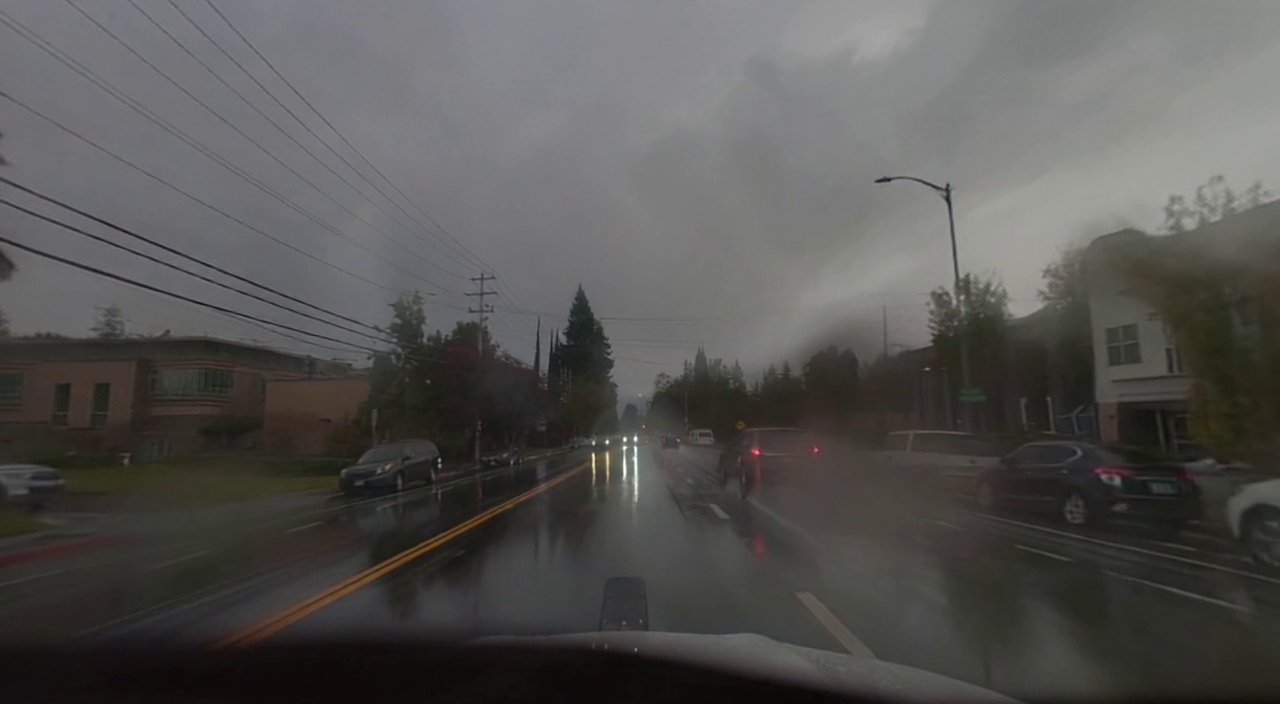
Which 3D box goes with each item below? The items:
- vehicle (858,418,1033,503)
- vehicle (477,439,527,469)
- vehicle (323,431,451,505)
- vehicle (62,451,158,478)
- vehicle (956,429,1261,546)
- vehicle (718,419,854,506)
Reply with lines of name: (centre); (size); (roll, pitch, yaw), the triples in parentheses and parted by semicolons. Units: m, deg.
vehicle: (7.954, 2.882, 17.215); (2.133, 1.911, 5.455); (-1, -8, 2)
vehicle: (-8.905, 6.610, 41.105); (2.228, 1.825, 4.522); (0, -8, -1)
vehicle: (-8.917, 4.036, 22.850); (2.419, 2.087, 5.334); (-3, -6, 0)
vehicle: (-32.001, 6.775, 38.247); (1.746, 1.479, 4.603); (-1, -8, 1)
vehicle: (7.582, 2.199, 10.979); (1.862, 1.492, 4.571); (3, -8, 0)
vehicle: (3.184, 2.532, 14.884); (2.004, 1.704, 4.573); (0, -8, -1)
